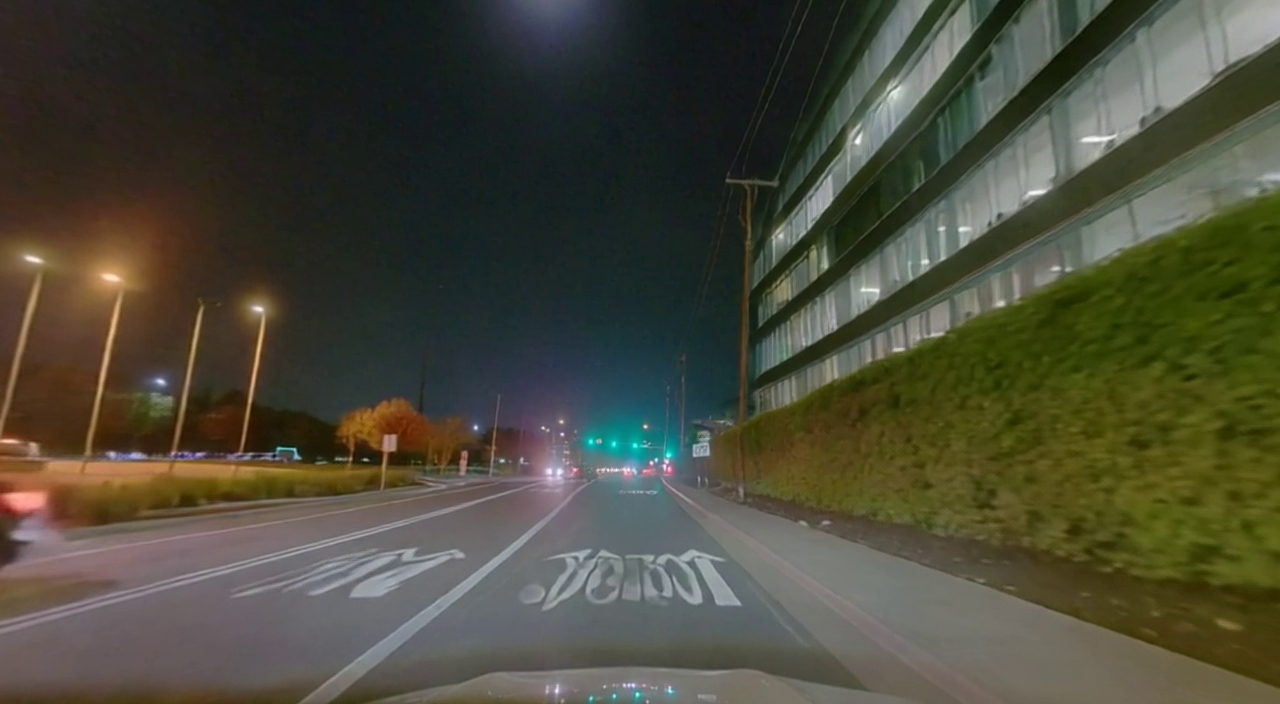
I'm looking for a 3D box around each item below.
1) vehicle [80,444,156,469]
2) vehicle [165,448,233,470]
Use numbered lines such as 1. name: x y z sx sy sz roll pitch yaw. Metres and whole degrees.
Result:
1. vehicle: -32.677 6.541 39.318 3.977 1.439 1.775 -3 -11 20
2. vehicle: -30.846 7.479 43.967 3.795 1.474 1.828 -3 -11 19
